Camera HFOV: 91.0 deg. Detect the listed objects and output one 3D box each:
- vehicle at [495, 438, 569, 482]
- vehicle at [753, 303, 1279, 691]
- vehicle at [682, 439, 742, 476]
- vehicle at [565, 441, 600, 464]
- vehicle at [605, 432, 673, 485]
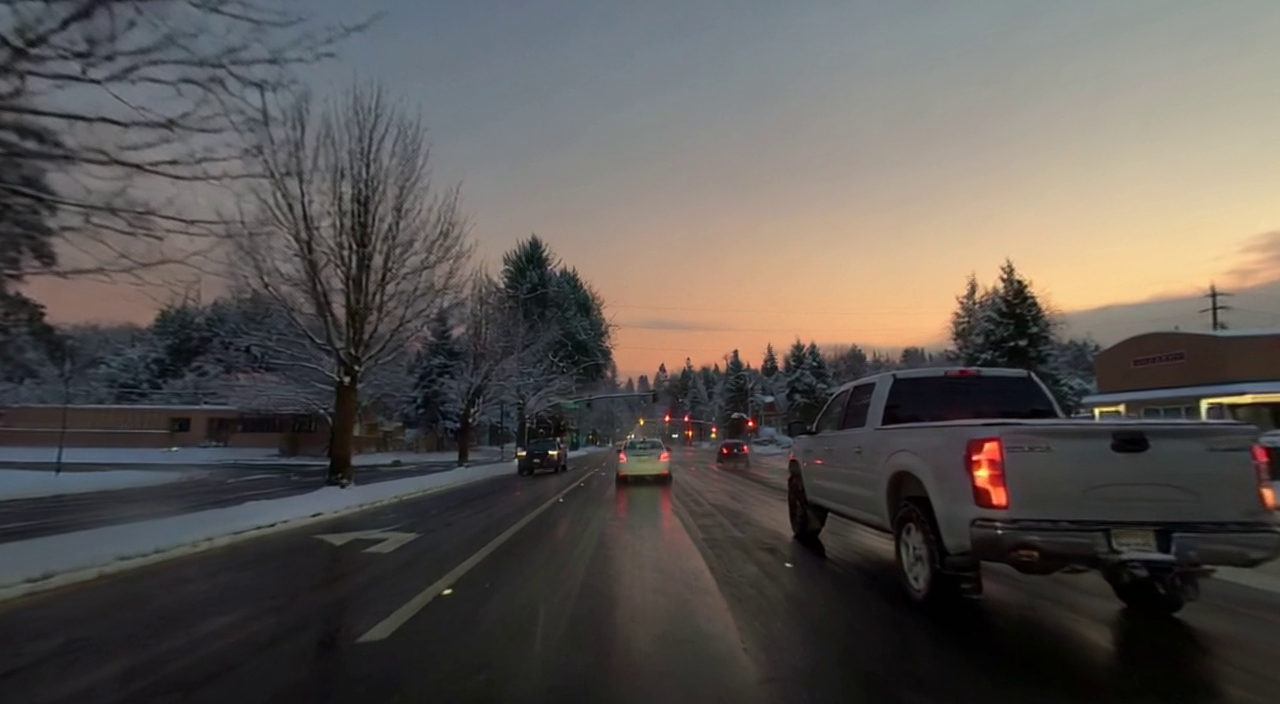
[{"bbox_3d":[-3.922,3.977,23.496,1.960,1.475,4.161,0,-8,1],"label":"vehicle"},{"bbox_3d":[3.158,1.207,6.501,2.731,2.101,6.047,0,-8,-1],"label":"vehicle"},{"bbox_3d":[3.021,4.507,27.169,1.970,1.464,4.249,0,-8,-2],"label":"vehicle"},{"bbox_3d":[-3.942,6.955,43.714,1.959,1.482,4.701,0,-9,0],"label":"vehicle"},{"bbox_3d":[-0.067,3.648,21.889,2.145,1.650,4.021,0,-8,-1],"label":"vehicle"}]
